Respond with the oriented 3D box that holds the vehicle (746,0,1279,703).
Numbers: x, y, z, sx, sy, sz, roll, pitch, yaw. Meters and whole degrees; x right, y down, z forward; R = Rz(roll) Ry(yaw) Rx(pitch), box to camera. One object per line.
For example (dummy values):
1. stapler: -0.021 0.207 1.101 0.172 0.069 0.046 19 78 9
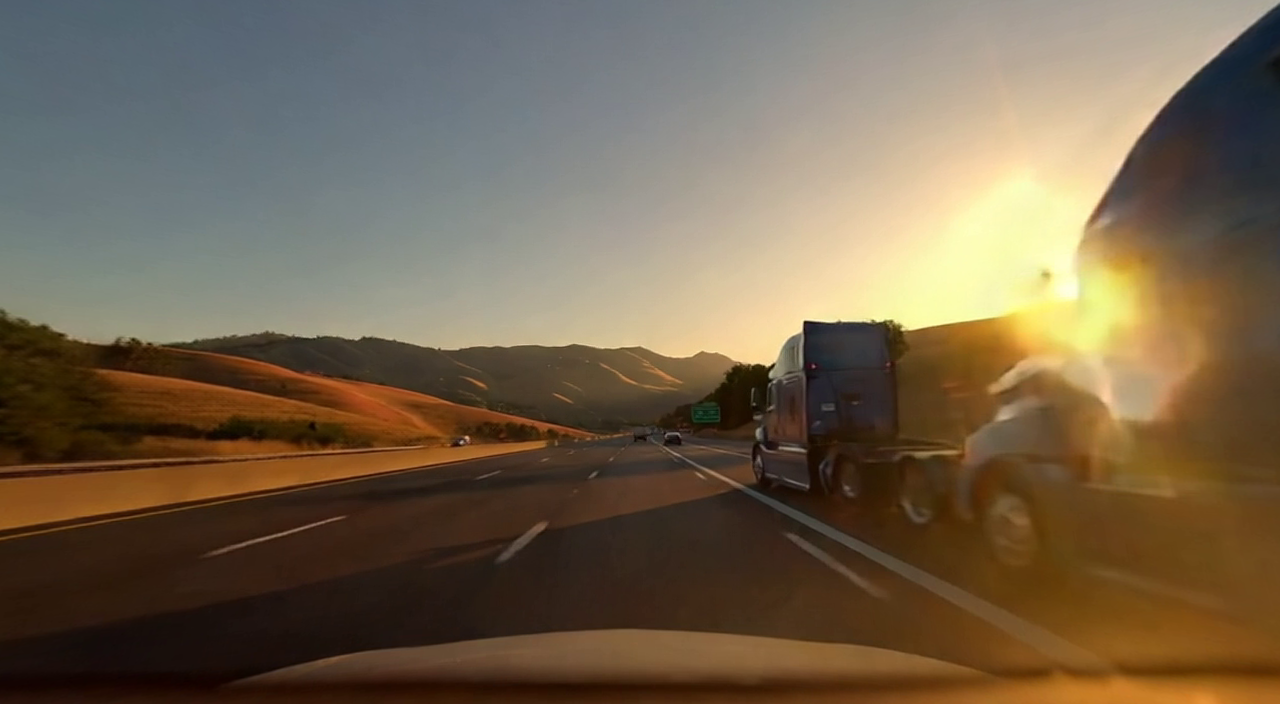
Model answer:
1. vehicle: 3.941 0.352 7.393 3.446 3.698 12.089 0 -8 1
